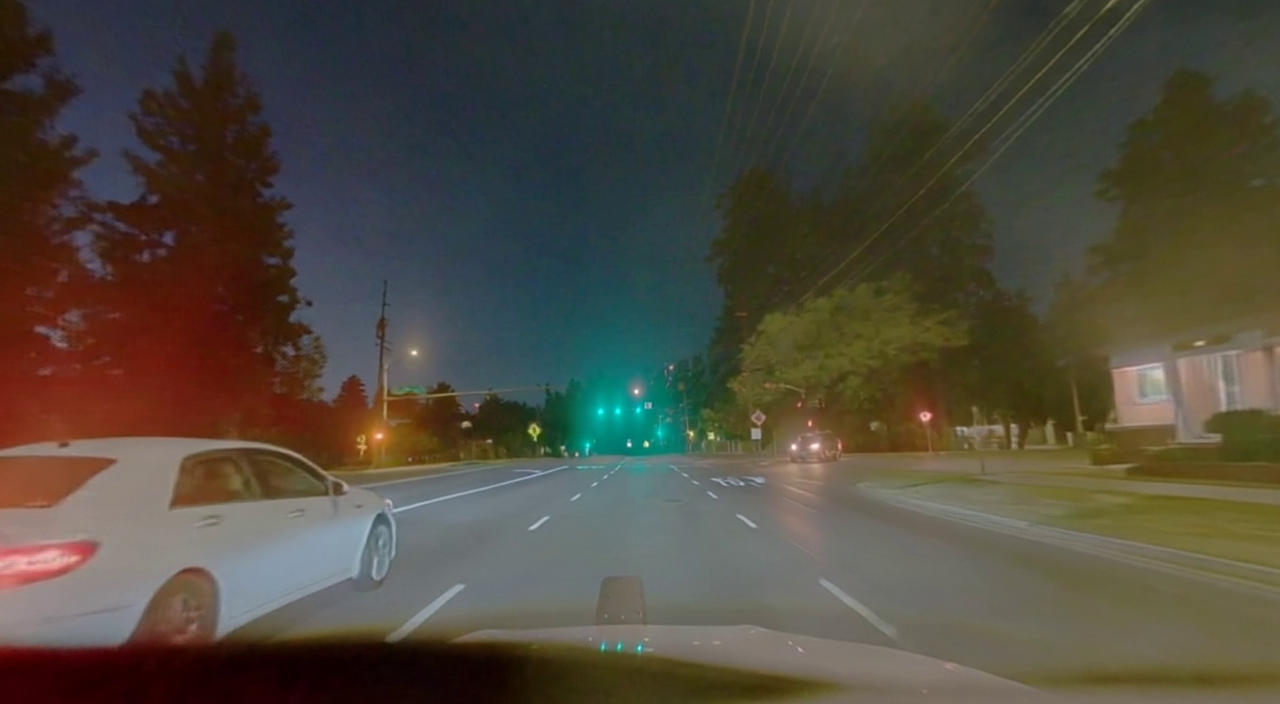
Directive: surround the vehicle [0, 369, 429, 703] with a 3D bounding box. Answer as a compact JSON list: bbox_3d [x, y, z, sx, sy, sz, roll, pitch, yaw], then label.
[{"bbox_3d":[-3.266,1.087,3.796,2.139,1.564,4.901,0,-9,2],"label":"vehicle"}]
